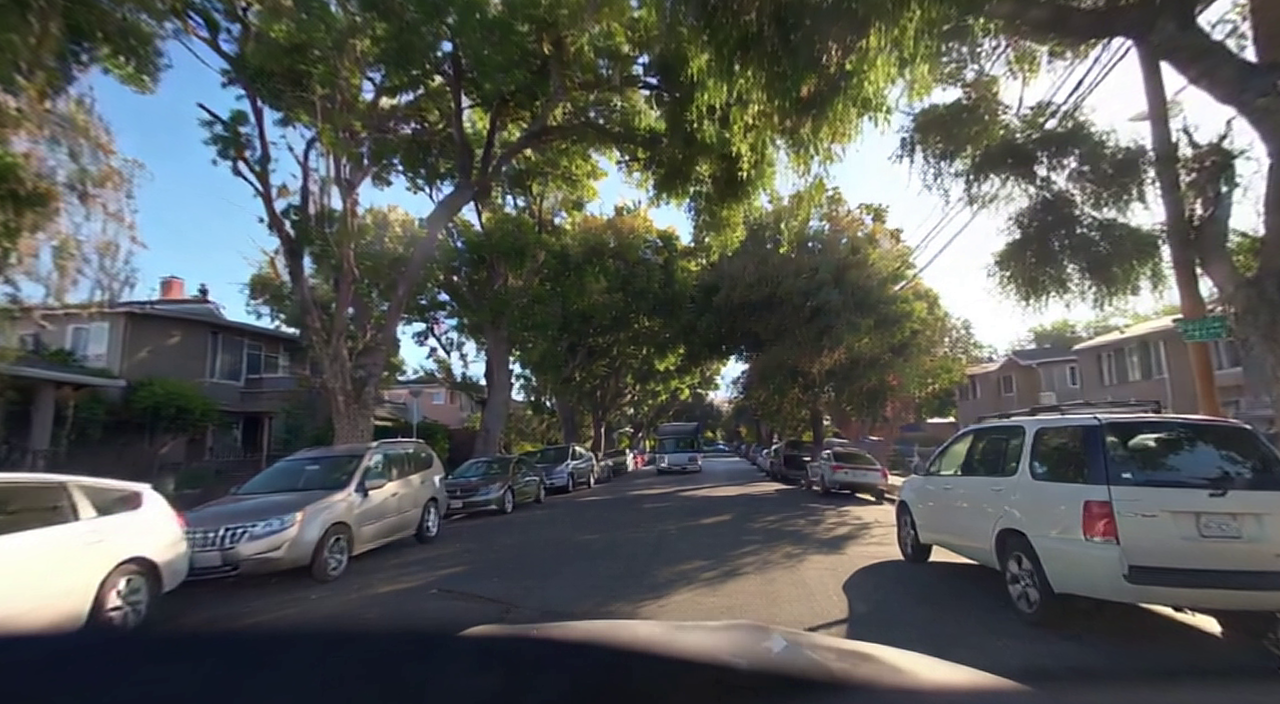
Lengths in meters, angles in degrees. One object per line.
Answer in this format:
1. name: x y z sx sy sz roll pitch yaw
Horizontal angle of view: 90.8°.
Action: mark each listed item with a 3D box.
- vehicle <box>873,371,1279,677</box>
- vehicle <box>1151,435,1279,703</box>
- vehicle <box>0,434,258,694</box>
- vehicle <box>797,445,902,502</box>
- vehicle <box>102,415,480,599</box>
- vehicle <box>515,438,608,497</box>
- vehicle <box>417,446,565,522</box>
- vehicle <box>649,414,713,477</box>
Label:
1. vehicle: 4.170 1.410 6.385 2.182 1.900 4.779 -1 -8 5
2. vehicle: 3.661 0.860 1.139 1.992 1.456 4.610 -1 -8 6
3. vehicle: -4.692 1.242 3.706 1.855 1.510 4.406 -1 -8 5
4. vehicle: 6.041 3.513 18.745 1.813 1.468 4.267 0 -8 3
5. vehicle: -4.193 1.926 8.938 2.203 1.815 4.972 -1 -8 4
6. vehicle: -2.560 3.933 22.159 2.002 1.781 5.380 -1 -8 7
7. vehicle: -3.291 3.015 15.125 1.861 1.474 4.749 -1 -8 7
8. vehicle: 2.265 4.816 32.583 2.716 2.887 6.781 -1 -8 8
